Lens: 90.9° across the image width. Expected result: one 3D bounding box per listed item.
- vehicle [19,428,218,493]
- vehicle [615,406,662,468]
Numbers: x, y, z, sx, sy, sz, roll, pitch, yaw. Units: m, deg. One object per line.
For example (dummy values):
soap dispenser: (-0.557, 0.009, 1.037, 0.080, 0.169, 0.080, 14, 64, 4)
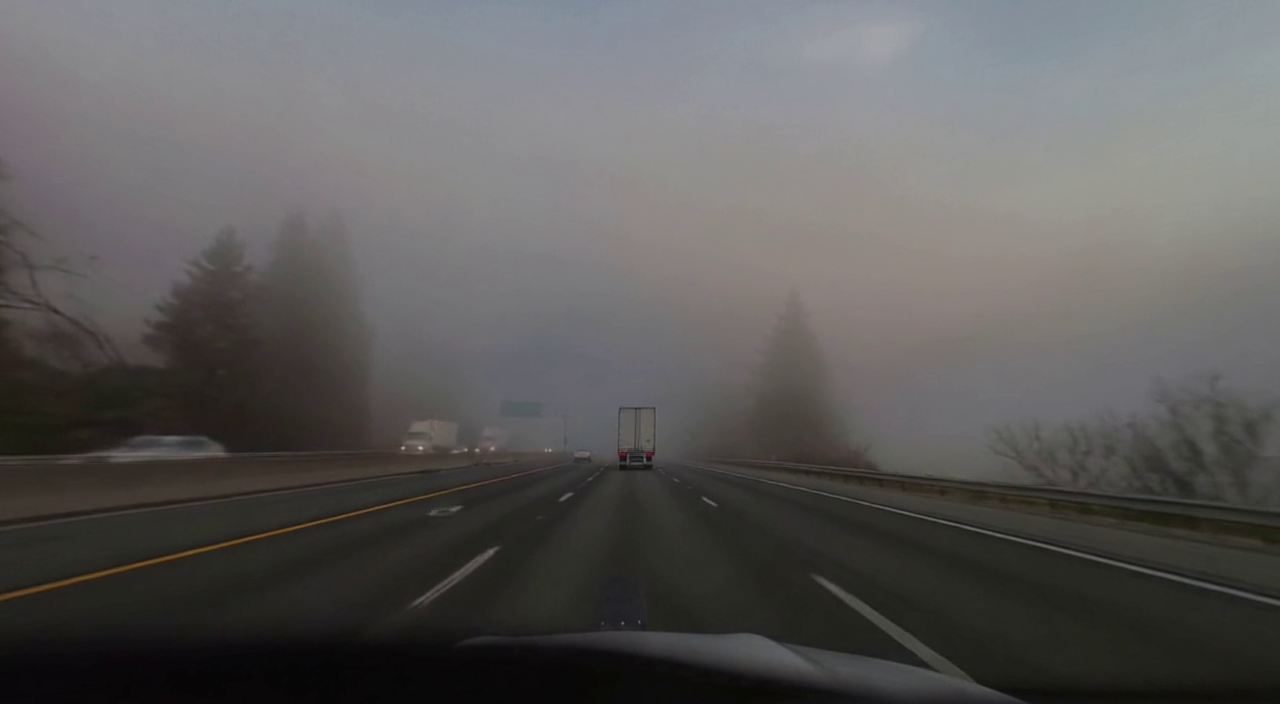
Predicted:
vehicle: (-13.128, 2.757, 16.264, 1.770, 1.469, 3.967, 0, -9, -1)
vehicle: (-0.222, 6.244, 45.554, 2.962, 3.953, 10.696, 0, -9, -1)
